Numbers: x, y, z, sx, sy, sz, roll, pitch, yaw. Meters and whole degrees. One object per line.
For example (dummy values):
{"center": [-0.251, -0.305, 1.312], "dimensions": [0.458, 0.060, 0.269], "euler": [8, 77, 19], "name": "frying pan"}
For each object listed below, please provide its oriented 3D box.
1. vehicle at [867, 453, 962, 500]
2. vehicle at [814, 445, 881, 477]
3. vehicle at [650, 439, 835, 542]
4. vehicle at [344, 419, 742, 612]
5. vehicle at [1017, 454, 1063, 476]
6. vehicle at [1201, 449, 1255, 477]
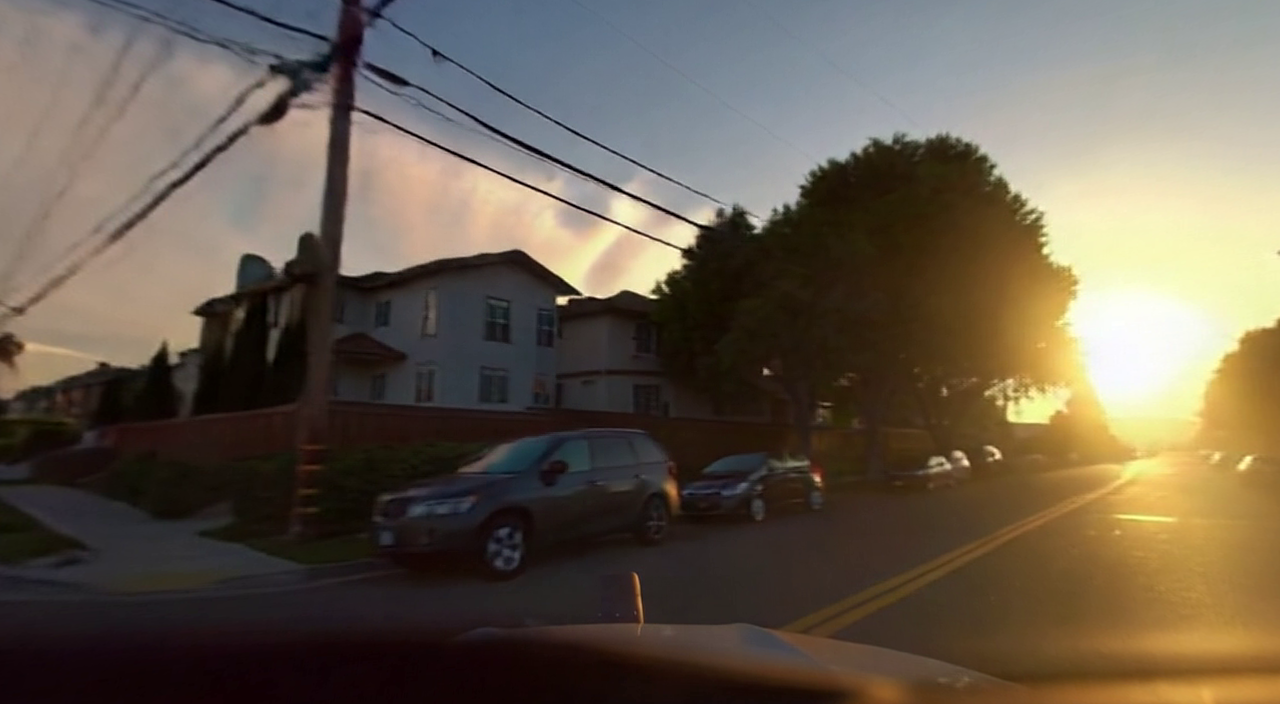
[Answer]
{"center": [10.250, 4.520, 23.405], "dimensions": [1.897, 1.523, 4.626], "euler": [-8, -11, 39], "name": "vehicle"}
{"center": [12.979, 6.716, 39.315], "dimensions": [2.232, 1.836, 5.443], "euler": [-7, -11, 36], "name": "vehicle"}
{"center": [2.434, 2.887, 14.077], "dimensions": [2.150, 1.756, 4.436], "euler": [-6, -8, 38], "name": "vehicle"}
{"center": [-0.964, 2.068, 9.671], "dimensions": [2.385, 1.967, 5.971], "euler": [-7, -9, 36], "name": "vehicle"}
{"center": [29.546, 8.280, 46.625], "dimensions": [1.960, 1.460, 4.425], "euler": [-6, -11, 43], "name": "vehicle"}
{"center": [38.432, 7.220, 41.373], "dimensions": [2.310, 1.527, 4.705], "euler": [-6, -9, 40], "name": "vehicle"}
